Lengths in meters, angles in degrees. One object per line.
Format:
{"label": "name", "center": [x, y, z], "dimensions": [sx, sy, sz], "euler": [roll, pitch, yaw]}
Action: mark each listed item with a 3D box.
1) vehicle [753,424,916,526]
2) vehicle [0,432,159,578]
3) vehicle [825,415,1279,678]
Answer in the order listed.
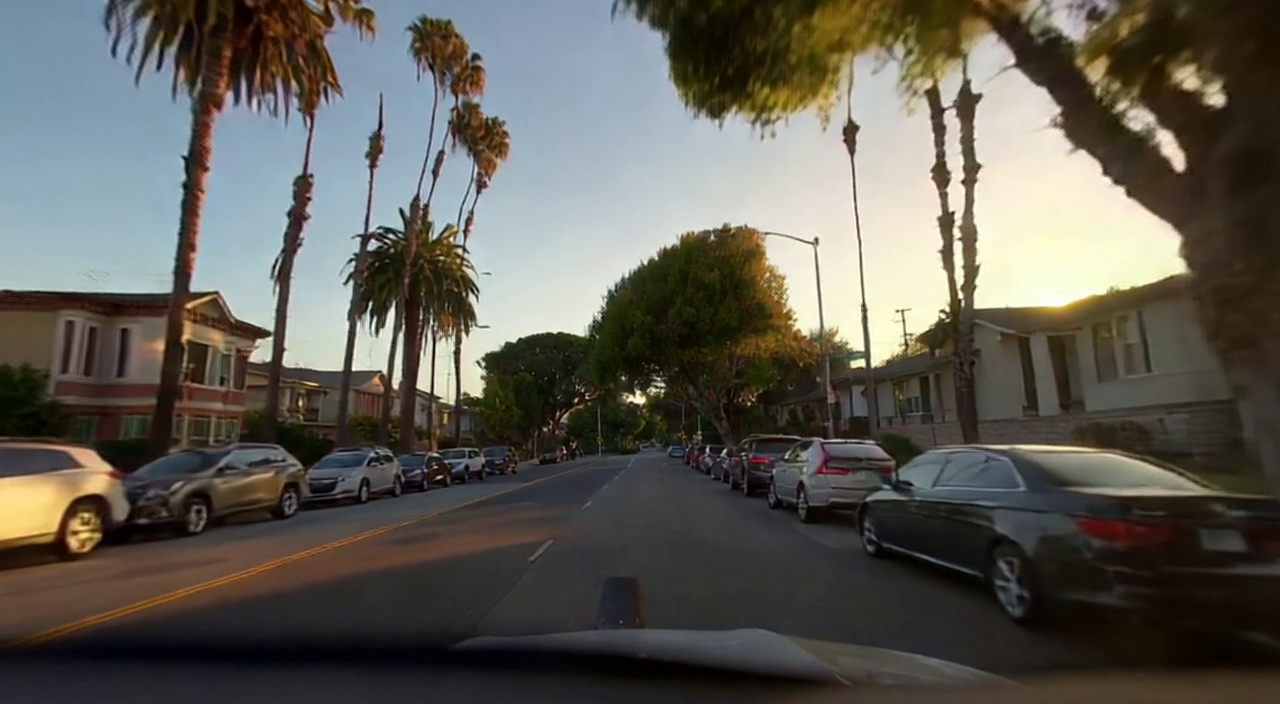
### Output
{"label": "vehicle", "center": [3.608, 2.353, 12.642], "dimensions": [1.899, 1.669, 4.259], "euler": [0, -8, 0]}
{"label": "vehicle", "center": [-9.396, 2.008, 8.504], "dimensions": [4.126, 1.802, 1.988], "euler": [3, -9, -22]}
{"label": "vehicle", "center": [3.566, 1.529, 6.150], "dimensions": [2.096, 1.452, 4.741], "euler": [-3, -10, 0]}
